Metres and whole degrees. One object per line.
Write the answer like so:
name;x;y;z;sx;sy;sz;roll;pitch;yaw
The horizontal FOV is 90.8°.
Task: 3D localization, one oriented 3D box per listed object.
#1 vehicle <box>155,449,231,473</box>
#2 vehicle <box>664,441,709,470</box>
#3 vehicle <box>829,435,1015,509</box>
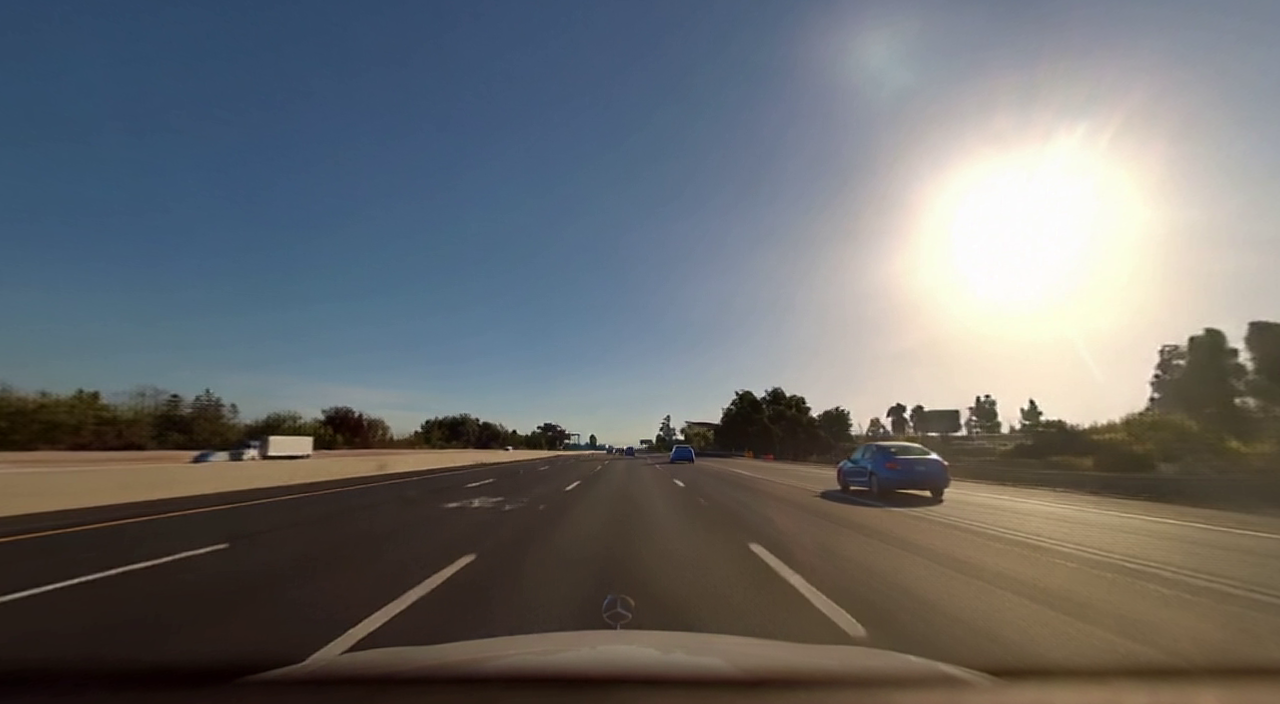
vehicle;-32.837;8.003;46.639;2.016;1.576;4.982;0;-8;0
vehicle;2.660;6.036;37.113;2.270;1.615;3.770;0;-8;-1
vehicle;6.642;2.879;15.721;2.227;1.522;5.041;0;-8;-1
